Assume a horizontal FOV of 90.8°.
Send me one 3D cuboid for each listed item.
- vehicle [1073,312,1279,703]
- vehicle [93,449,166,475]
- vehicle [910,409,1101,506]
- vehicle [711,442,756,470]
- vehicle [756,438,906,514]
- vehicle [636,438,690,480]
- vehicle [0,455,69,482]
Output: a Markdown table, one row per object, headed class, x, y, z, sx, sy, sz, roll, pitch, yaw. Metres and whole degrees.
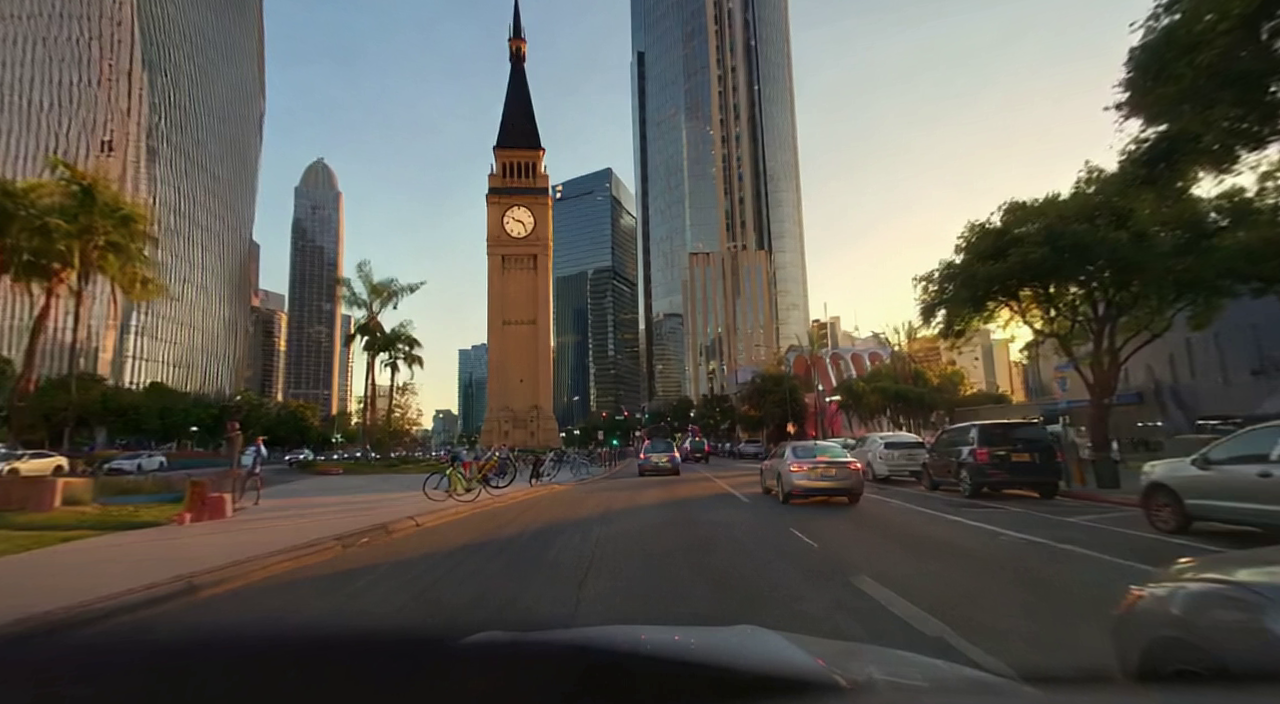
| class | x | y | z | sx | sy | sz | roll | pitch | yaw |
| --- | --- | --- | --- | --- | --- | --- | --- | --- | --- |
| vehicle | 3.676 | 0.537 | 0.852 | 2.453 | 1.851 | 5.323 | 0 | -9 | 1 |
| vehicle | -39.608 | 8.520 | 49.192 | 2.034 | 1.862 | 5.122 | 1 | -9 | -9 |
| vehicle | 9.289 | 2.748 | 16.772 | 2.093 | 2.154 | 5.193 | 0 | -9 | 2 |
| vehicle | 5.605 | 6.296 | 38.535 | 1.981 | 1.572 | 4.718 | 0 | -9 | -1 |
| vehicle | 4.281 | 2.849 | 15.086 | 2.116 | 1.500 | 4.702 | 0 | -9 | 0 |
| vehicle | 0.952 | 4.484 | 26.639 | 2.111 | 1.605 | 3.832 | 0 | -9 | 2 |
| vehicle | -37.987 | 7.176 | 39.127 | 1.817 | 1.554 | 4.032 | 1 | -9 | -9 |
